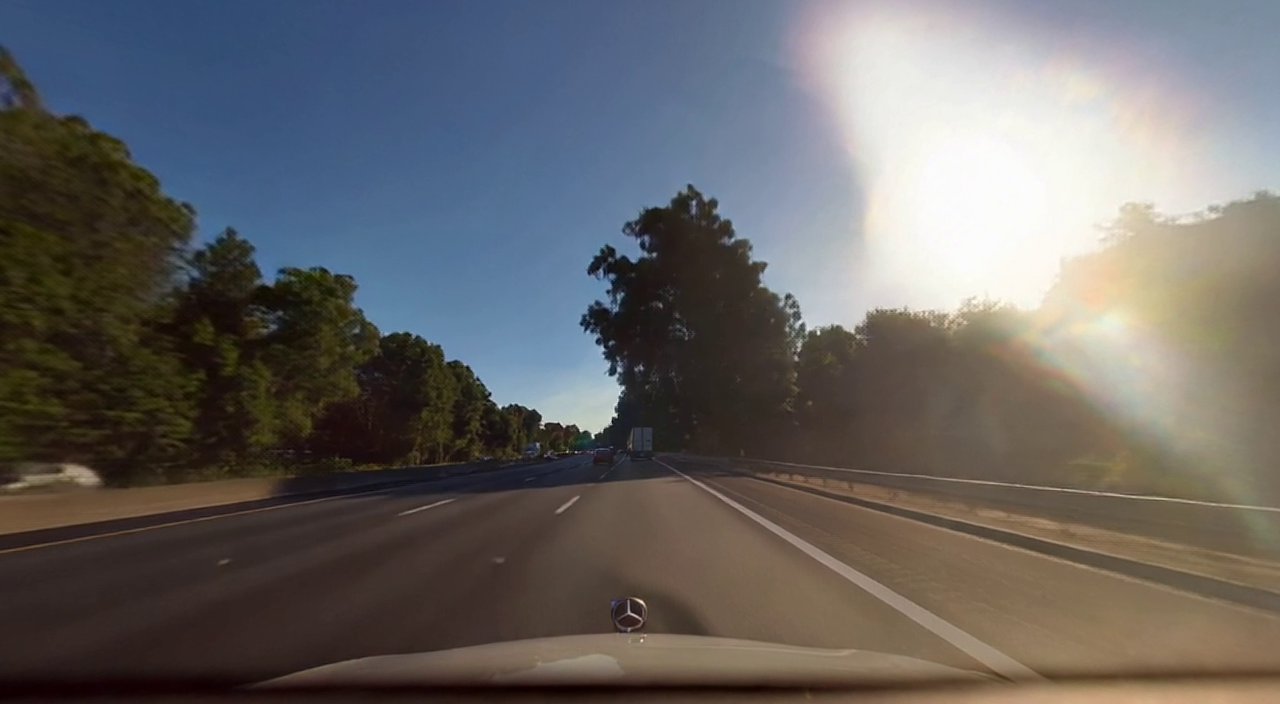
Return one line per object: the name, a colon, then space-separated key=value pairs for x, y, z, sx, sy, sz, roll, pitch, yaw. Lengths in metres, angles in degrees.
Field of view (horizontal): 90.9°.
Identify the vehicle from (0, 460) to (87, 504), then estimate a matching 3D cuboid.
vehicle: x=-22.801 y=4.691 z=22.897 sx=1.764 sy=1.460 sz=3.992 roll=0 pitch=-9 yaw=0
